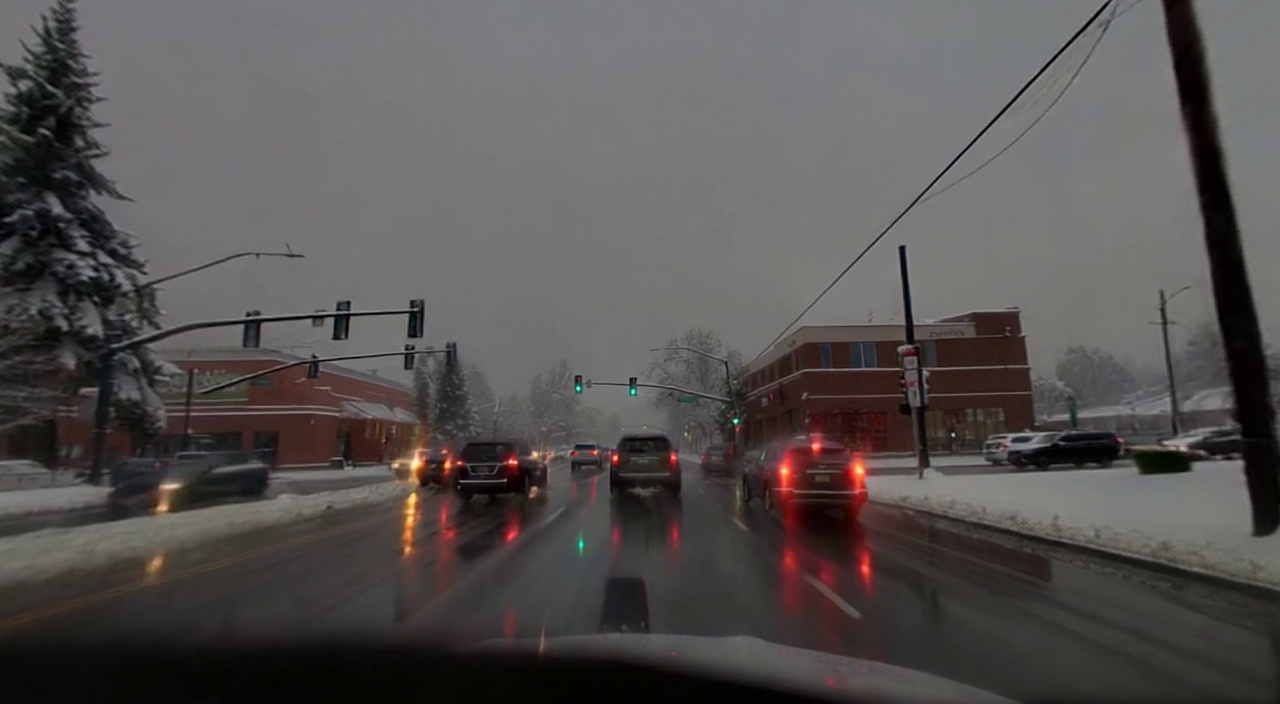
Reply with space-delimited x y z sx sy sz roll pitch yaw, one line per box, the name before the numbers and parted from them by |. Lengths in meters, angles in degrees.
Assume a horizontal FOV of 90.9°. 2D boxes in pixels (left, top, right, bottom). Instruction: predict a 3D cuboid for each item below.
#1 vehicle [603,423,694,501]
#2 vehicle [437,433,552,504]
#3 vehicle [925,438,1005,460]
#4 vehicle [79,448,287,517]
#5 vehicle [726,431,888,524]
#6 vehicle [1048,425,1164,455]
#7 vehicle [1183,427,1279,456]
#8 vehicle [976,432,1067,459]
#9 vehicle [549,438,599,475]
vehicle | 0.239 2.811 16.433 2.075 1.770 4.018 0 -8 1
vehicle | -3.625 2.974 16.514 1.886 1.599 4.247 0 -8 2
vehicle | 21.517 6.434 41.851 4.315 1.461 1.803 -1 -9 6
vehicle | -11.391 3.230 16.218 1.900 1.494 4.489 0 -8 1
vehicle | 2.997 2.356 12.426 2.030 1.492 4.383 0 -8 1
vehicle | 29.814 5.707 40.531 5.516 1.780 2.064 -2 -9 9
vehicle | 37.139 5.571 39.251 4.409 1.696 2.180 -2 -9 12
vehicle | 23.216 5.714 38.505 4.236 1.617 1.832 -1 -9 10
vehicle | -3.086 5.006 30.286 1.894 1.642 3.861 0 -8 2
